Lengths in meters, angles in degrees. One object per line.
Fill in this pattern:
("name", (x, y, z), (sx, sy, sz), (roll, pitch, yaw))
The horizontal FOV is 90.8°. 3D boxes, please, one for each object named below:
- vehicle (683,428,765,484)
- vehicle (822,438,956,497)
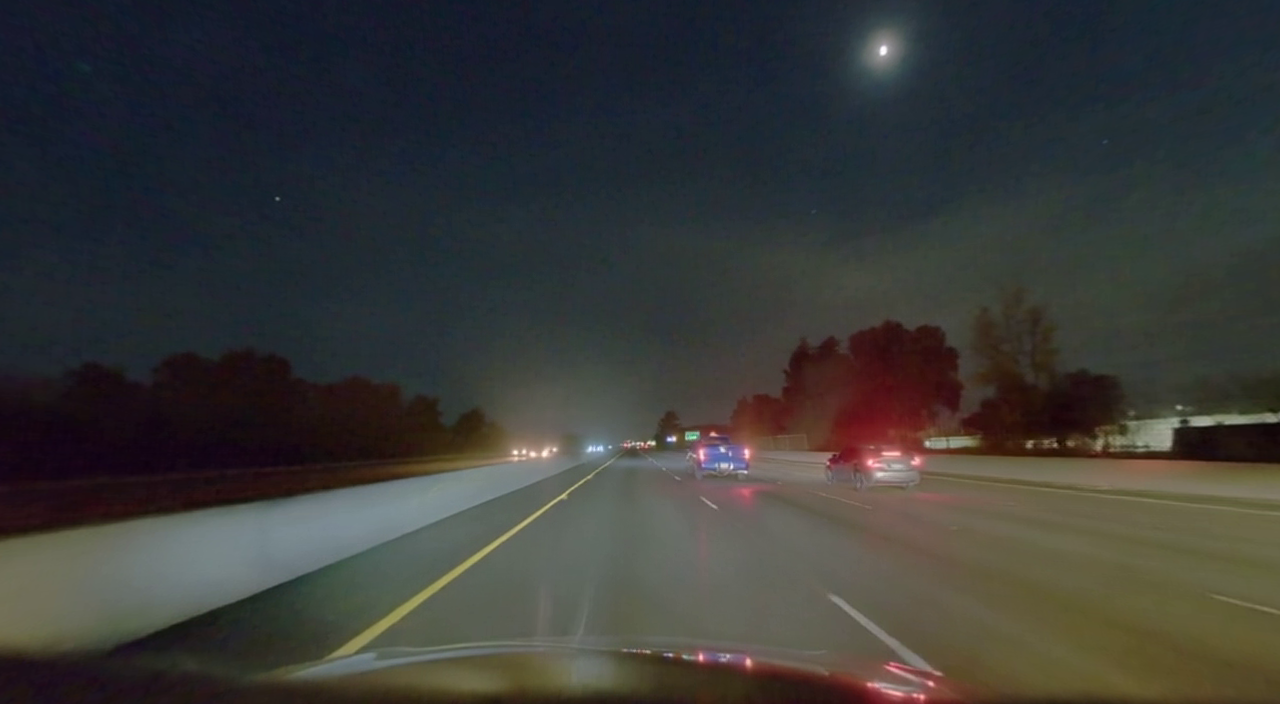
("vehicle", (2.939, 3.816, 23.324), (2.258, 1.824, 4.908), (0, -9, -1))
("vehicle", (6.766, 3.168, 17.712), (2.009, 1.456, 4.097), (0, -9, -1))
